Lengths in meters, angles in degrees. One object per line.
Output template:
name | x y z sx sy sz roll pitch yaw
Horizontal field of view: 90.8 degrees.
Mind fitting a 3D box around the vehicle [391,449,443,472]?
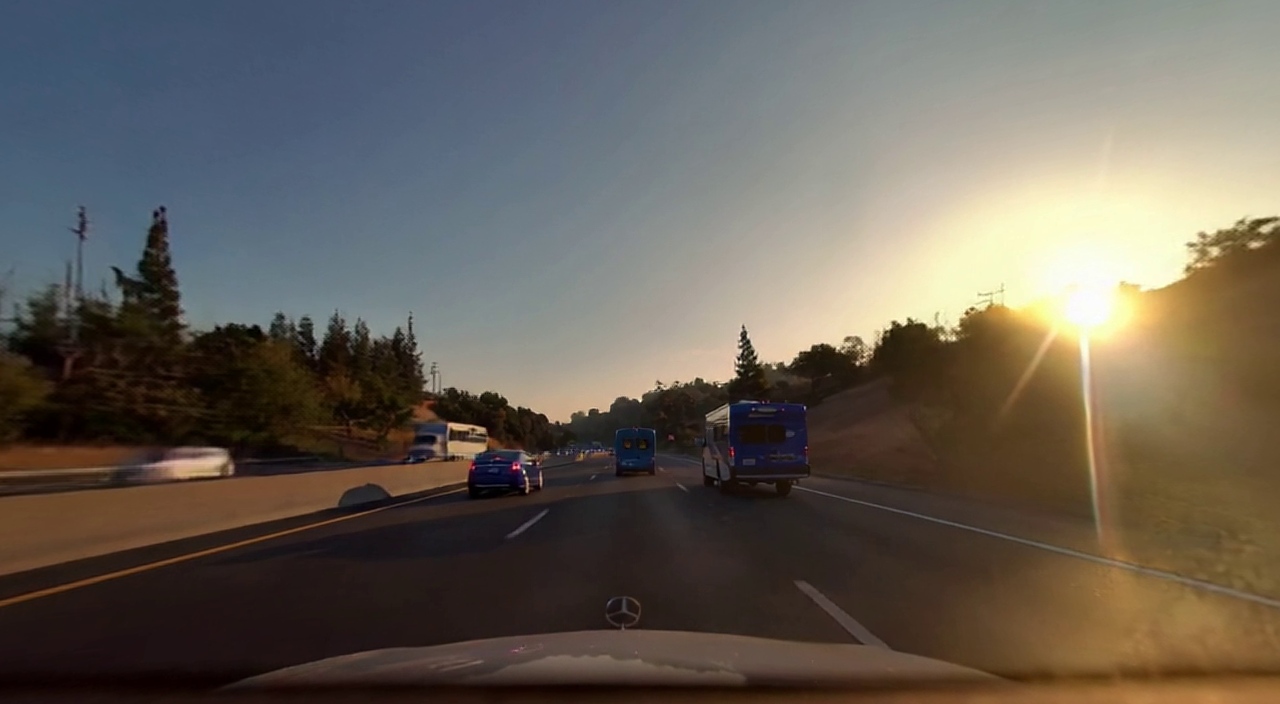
vehicle | -15.764 7.702 44.859 2.046 1.505 4.296 0 -9 0

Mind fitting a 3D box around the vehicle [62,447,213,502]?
vehicle | -15.700 3.807 19.992 1.875 1.545 3.440 0 -9 1

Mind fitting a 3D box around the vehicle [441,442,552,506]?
vehicle | -3.782 3.290 17.500 1.959 1.502 4.559 0 -9 1

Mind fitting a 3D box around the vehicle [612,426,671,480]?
vehicle | 0.043 4.750 29.772 2.524 2.310 4.986 0 -9 0

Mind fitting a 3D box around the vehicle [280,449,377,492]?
vehicle | -11.534 4.375 23.653 1.724 1.444 3.710 0 -9 1

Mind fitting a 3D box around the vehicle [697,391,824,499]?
vehicle | 3.593 3.064 20.791 2.607 2.910 7.252 0 -9 -1
